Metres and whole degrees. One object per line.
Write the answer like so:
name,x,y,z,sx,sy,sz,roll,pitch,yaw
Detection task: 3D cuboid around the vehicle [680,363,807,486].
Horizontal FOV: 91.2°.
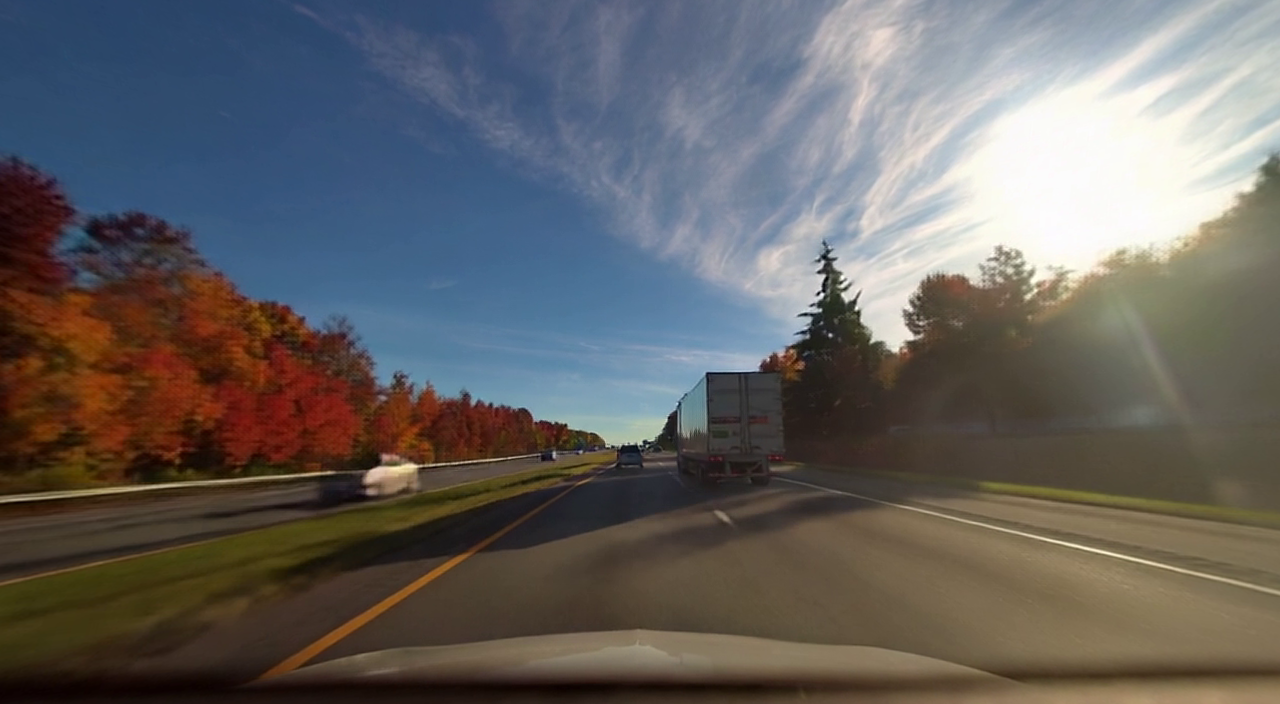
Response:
vehicle,3.844,3.402,27.608,3.068,4.042,13.787,0,-9,-1

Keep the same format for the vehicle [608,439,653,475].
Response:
vehicle,-0.441,5.340,32.178,2.151,1.693,4.201,0,-9,0

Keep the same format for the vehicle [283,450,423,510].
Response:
vehicle,-8.211,3.664,18.481,2.049,1.525,4.396,0,-9,0
